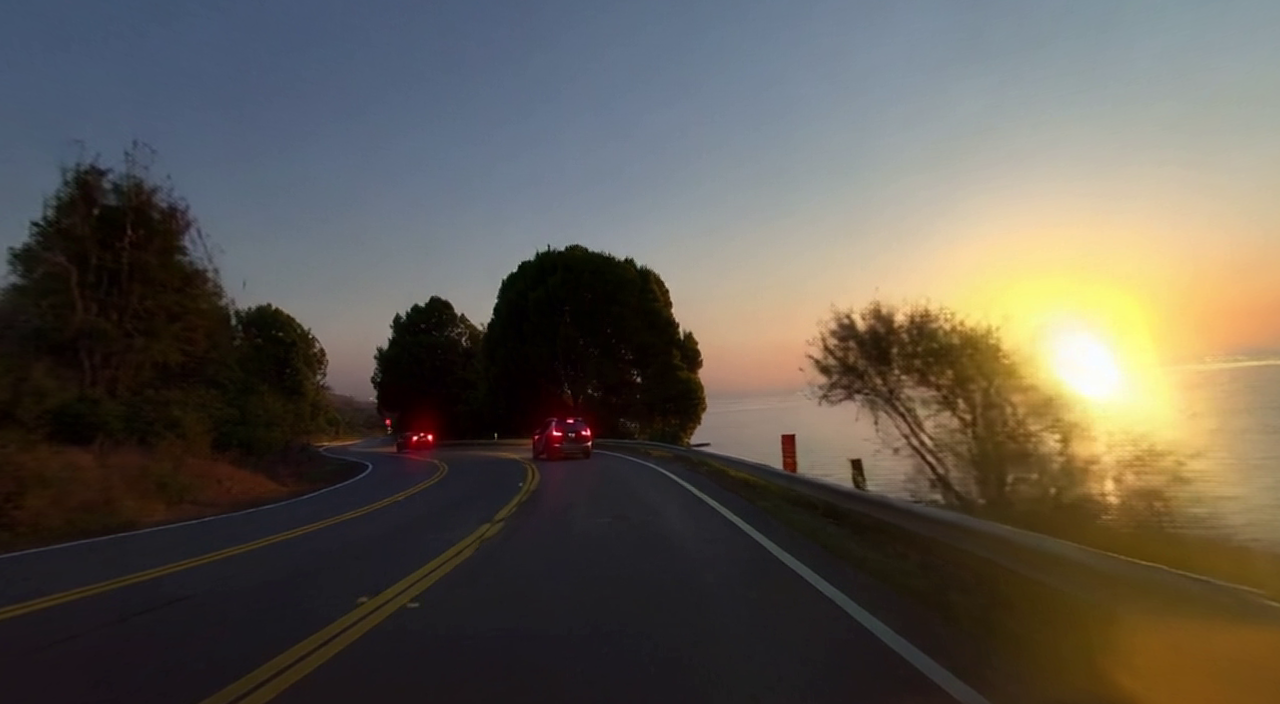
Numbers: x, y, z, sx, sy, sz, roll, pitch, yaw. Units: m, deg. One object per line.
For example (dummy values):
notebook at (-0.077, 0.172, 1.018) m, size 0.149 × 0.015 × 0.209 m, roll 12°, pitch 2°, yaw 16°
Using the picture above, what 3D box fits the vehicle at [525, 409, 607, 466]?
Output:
vehicle at (-3.210, 3.563, 26.059) m, size 2.500 × 1.961 × 5.637 m, roll -1°, pitch -8°, yaw -15°
